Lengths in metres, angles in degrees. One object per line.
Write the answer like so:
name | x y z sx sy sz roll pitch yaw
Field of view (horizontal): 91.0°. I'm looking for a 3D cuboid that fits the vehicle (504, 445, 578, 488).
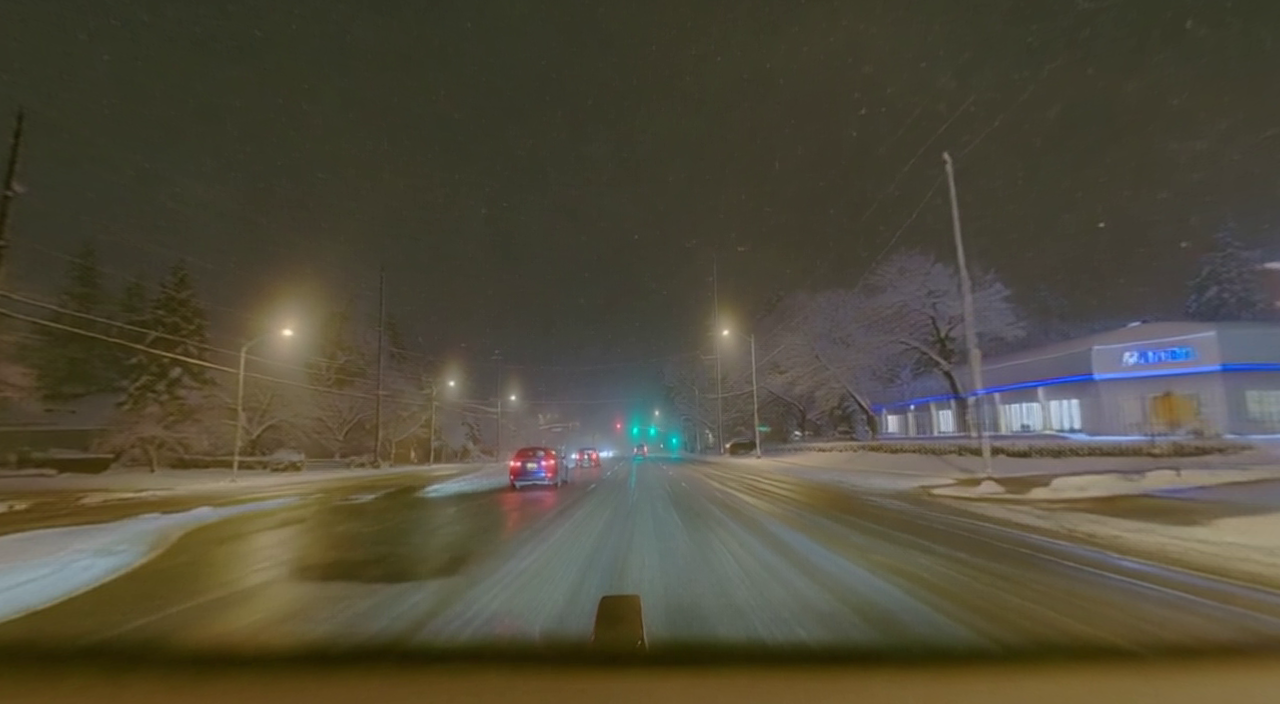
vehicle | -3.613 4.264 23.744 2.076 1.444 4.328 0 -9 0
